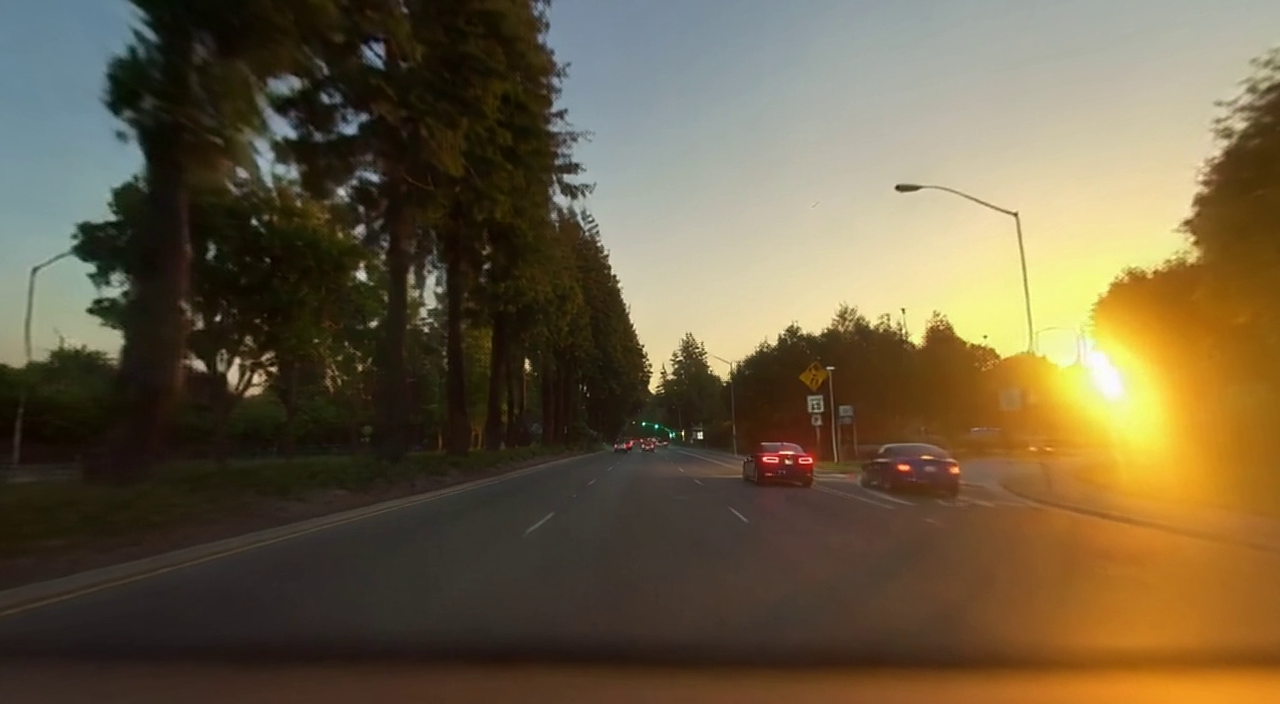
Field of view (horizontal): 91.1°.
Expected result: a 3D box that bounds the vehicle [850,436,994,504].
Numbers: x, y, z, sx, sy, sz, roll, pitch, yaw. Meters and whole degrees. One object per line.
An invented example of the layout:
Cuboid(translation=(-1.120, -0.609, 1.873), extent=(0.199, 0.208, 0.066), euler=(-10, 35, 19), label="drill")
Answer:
Cuboid(translation=(7.718, 3.254, 17.864), extent=(2.063, 1.625, 5.102), euler=(-1, -9, 5), label="vehicle")

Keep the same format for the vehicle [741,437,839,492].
Cuboid(translation=(4.502, 3.436, 19.521), extent=(1.913, 1.516, 4.322), euler=(0, -9, -1), label="vehicle")
